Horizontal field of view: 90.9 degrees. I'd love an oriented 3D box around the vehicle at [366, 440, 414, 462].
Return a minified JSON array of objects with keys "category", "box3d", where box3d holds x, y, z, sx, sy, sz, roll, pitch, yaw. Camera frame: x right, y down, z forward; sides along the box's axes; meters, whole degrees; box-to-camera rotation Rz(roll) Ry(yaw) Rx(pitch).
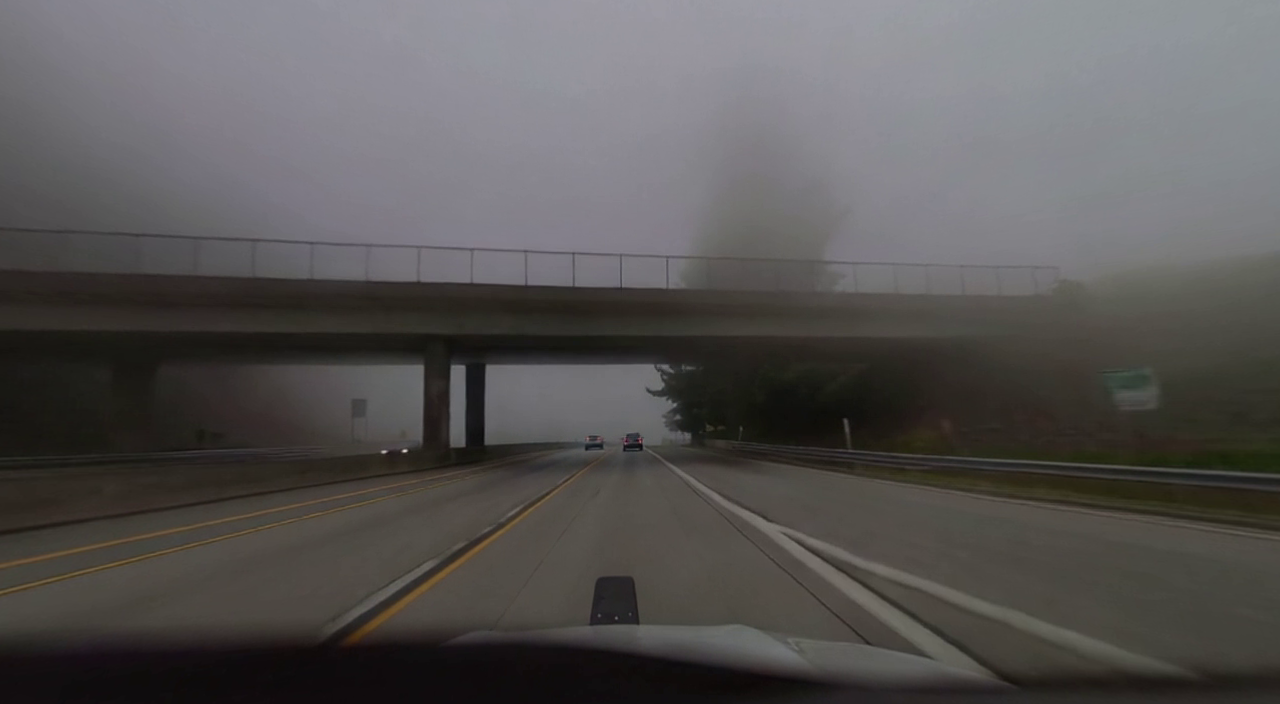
[{"category":"vehicle","box3d":[-17.257,6.869,43.717,1.821,1.444,3.731,0,-8,0]}]
